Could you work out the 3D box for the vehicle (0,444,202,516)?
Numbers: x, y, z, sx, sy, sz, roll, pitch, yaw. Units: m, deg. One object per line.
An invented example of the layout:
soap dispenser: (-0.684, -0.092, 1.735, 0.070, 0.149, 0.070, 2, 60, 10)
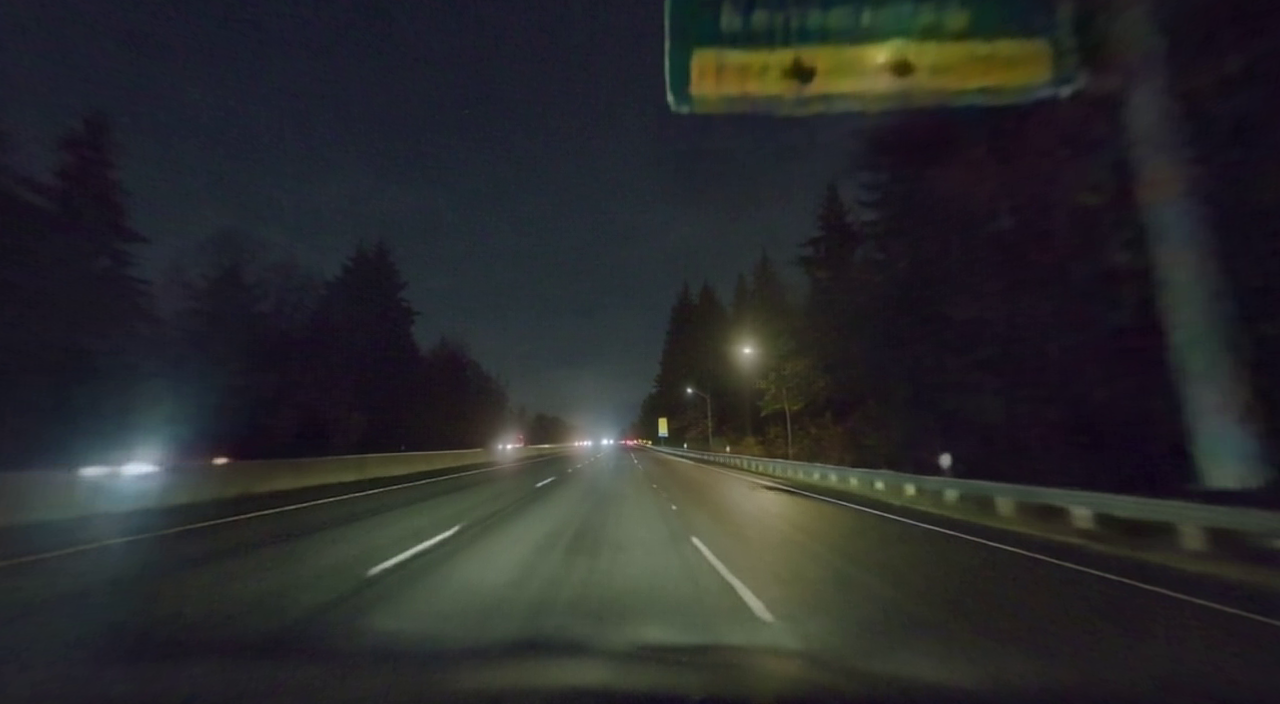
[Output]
vehicle: (-13.458, 3.069, 15.669, 1.982, 1.480, 4.549, 0, -9, -2)
